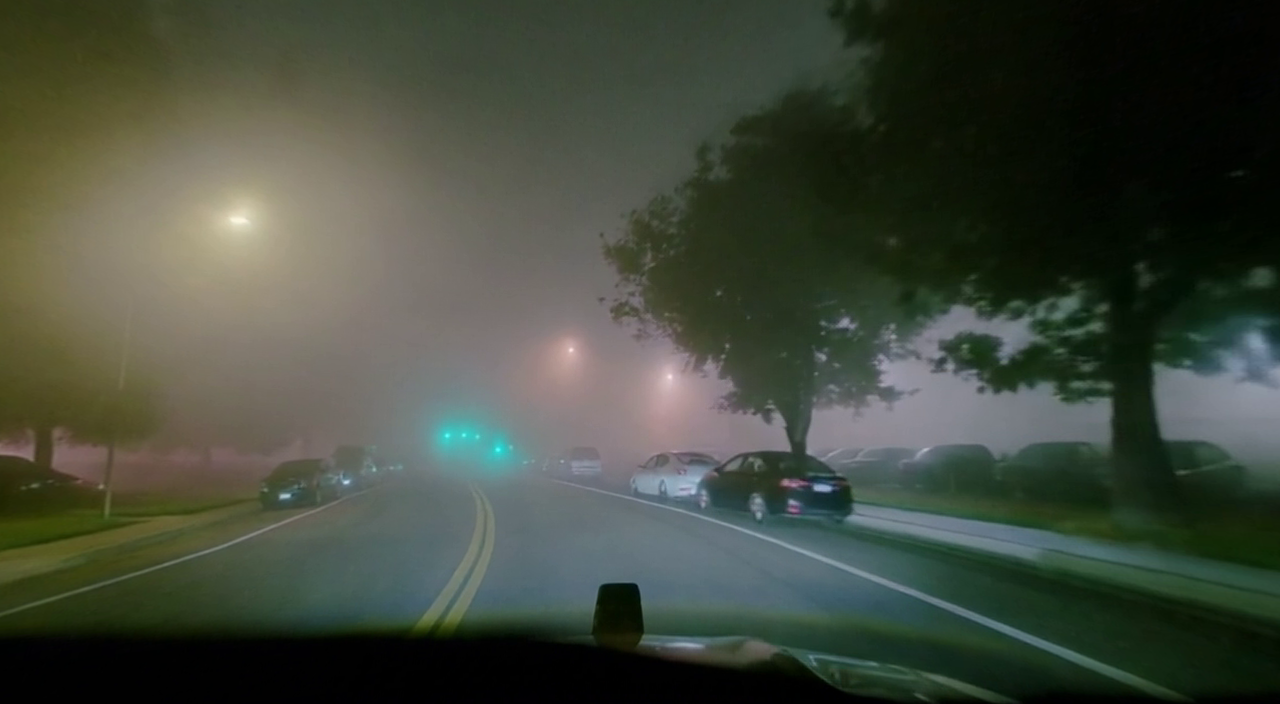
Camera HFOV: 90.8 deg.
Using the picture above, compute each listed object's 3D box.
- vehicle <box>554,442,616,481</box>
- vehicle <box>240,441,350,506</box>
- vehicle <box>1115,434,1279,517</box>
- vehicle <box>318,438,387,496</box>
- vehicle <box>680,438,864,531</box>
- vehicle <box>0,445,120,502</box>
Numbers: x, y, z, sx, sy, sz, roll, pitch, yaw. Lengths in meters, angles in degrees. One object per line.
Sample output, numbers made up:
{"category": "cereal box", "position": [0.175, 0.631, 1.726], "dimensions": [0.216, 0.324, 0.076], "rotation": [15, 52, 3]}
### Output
{"category": "vehicle", "position": [-3.021, 5.704, 33.396], "dimensions": [2.255, 1.863, 5.629], "rotation": [2, -9, -16]}
{"category": "vehicle", "position": [-11.645, 4.153, 21.797], "dimensions": [2.171, 1.838, 5.344], "rotation": [0, -10, -16]}
{"category": "vehicle", "position": [12.042, 2.345, 12.392], "dimensions": [4.326, 1.413, 1.977], "rotation": [2, -9, -14]}
{"category": "vehicle", "position": [-13.916, 5.492, 30.881], "dimensions": [2.382, 2.223, 5.472], "rotation": [-1, -5, -17]}
{"category": "vehicle", "position": [2.384, 2.542, 12.895], "dimensions": [1.884, 1.508, 4.713], "rotation": [2, -9, -12]}
{"category": "vehicle", "position": [-20.920, 4.012, 20.880], "dimensions": [5.124, 1.706, 2.357], "rotation": [0, -8, -12]}
